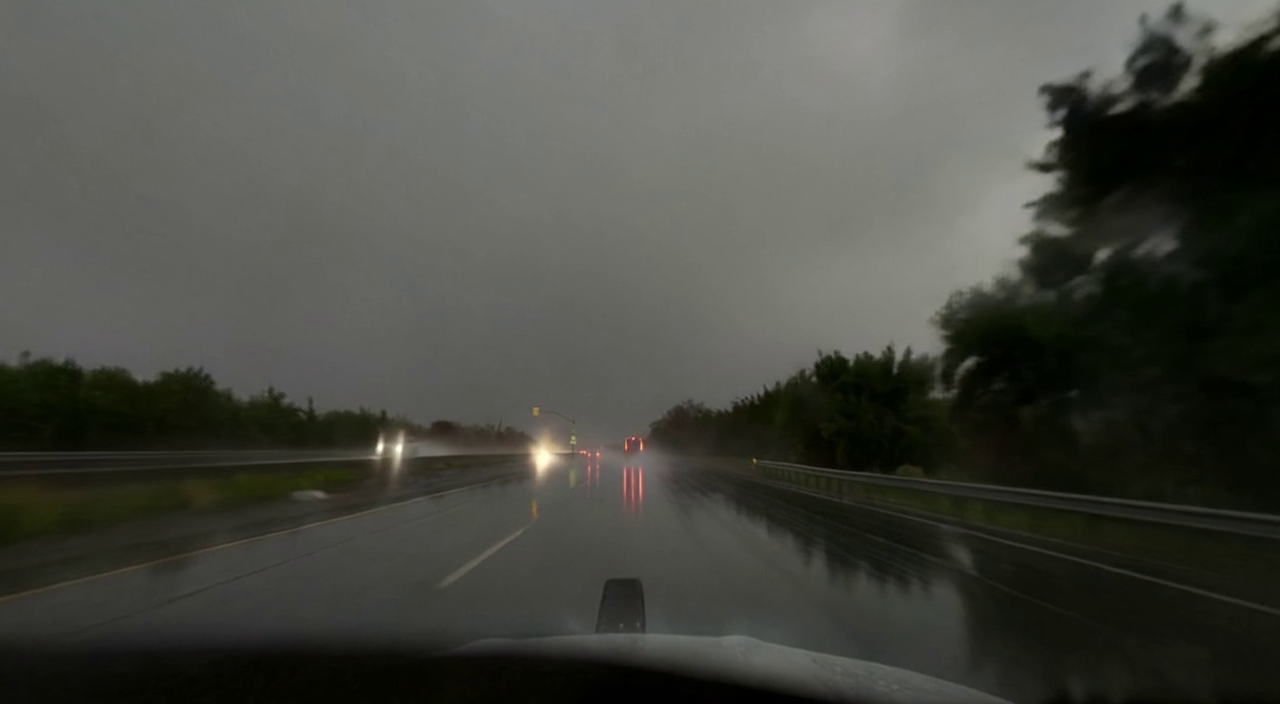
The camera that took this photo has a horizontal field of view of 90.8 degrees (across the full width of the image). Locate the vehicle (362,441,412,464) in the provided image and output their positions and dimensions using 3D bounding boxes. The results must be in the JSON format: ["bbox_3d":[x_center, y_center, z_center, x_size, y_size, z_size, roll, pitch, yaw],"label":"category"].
[{"bbox_3d":[-18.171,7.220,45.548,1.840,1.556,4.355,0,-9,-1],"label":"vehicle"}]
